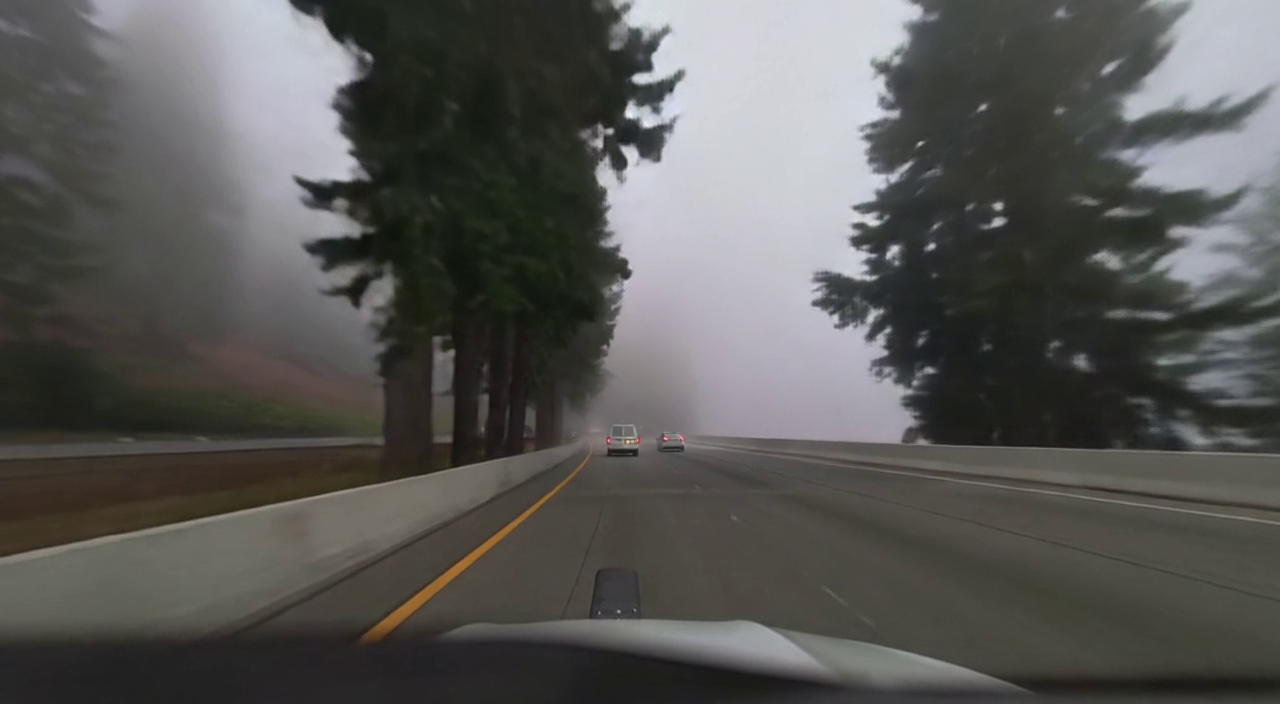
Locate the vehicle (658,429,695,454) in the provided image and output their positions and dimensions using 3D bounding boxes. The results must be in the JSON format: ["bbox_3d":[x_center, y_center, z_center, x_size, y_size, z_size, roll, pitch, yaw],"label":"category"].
[{"bbox_3d":[2.397,6.032,42.399,1.996,1.589,3.715,0,-8,-4],"label":"vehicle"}]

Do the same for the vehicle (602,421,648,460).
[{"bbox_3d":[-0.862,4.888,35.036,2.403,1.994,4.683,0,-8,-2],"label":"vehicle"}]
